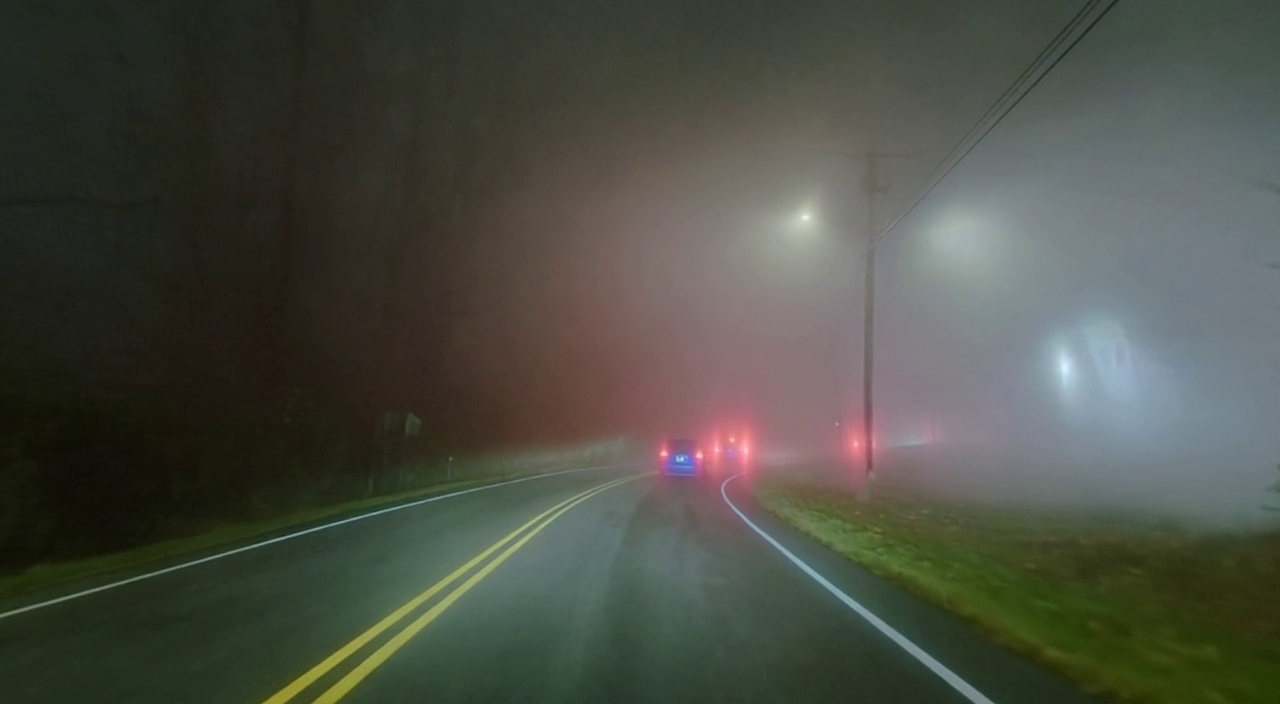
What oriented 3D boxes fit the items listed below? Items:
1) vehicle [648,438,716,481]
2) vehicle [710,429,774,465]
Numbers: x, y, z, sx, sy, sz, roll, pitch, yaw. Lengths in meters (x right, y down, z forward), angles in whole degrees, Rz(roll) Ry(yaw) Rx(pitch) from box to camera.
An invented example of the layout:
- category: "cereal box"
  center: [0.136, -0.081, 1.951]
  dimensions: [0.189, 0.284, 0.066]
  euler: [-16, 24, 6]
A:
- category: "vehicle"
  center: [1.788, 4.249, 25.165]
  dimensions: [2.157, 1.565, 4.243]
  euler: [-2, -9, 11]
- category: "vehicle"
  center: [6.676, 6.114, 40.586]
  dimensions: [2.376, 2.145, 5.953]
  euler: [-4, -9, 25]
